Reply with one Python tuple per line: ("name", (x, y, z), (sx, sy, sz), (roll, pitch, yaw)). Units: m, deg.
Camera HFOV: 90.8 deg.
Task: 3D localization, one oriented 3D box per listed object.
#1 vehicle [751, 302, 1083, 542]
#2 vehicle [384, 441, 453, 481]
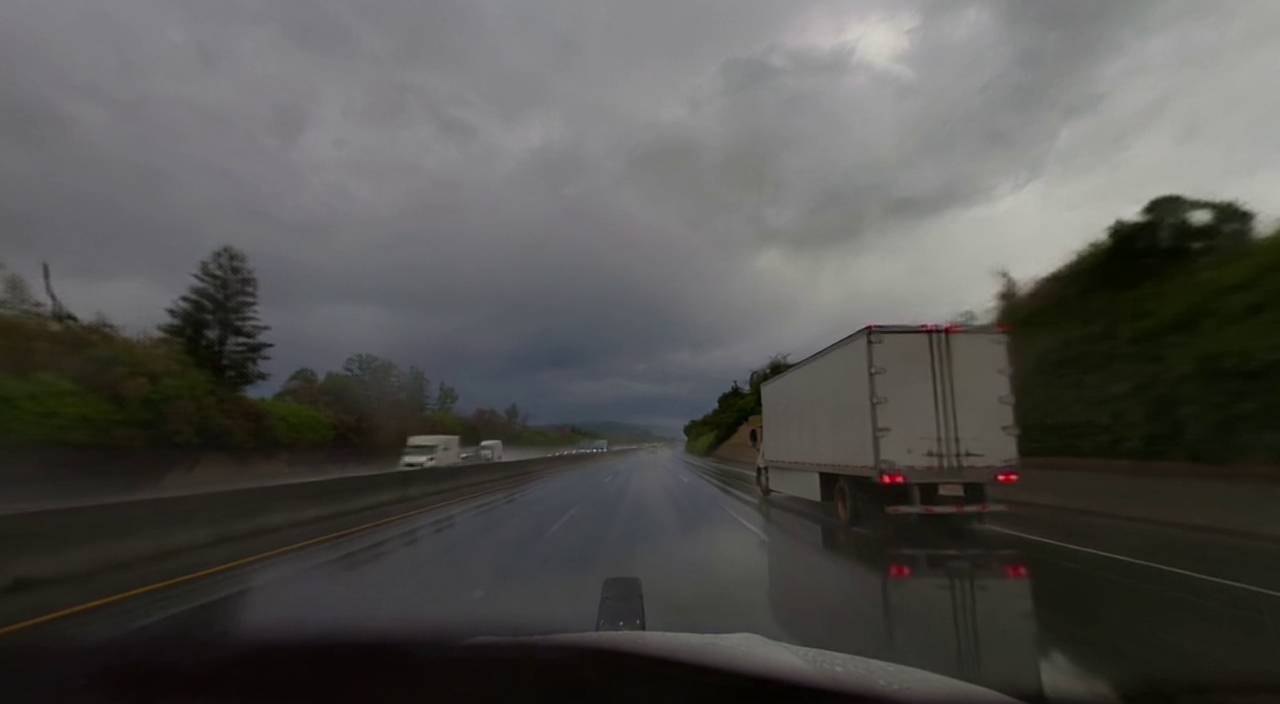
("vehicle", (4.509, 1.565, 12.788), (2.771, 3.313, 8.121), (0, -9, -2))
("vehicle", (-14.511, 7.181, 41.758), (2.265, 2.400, 6.009), (0, -9, 1))
